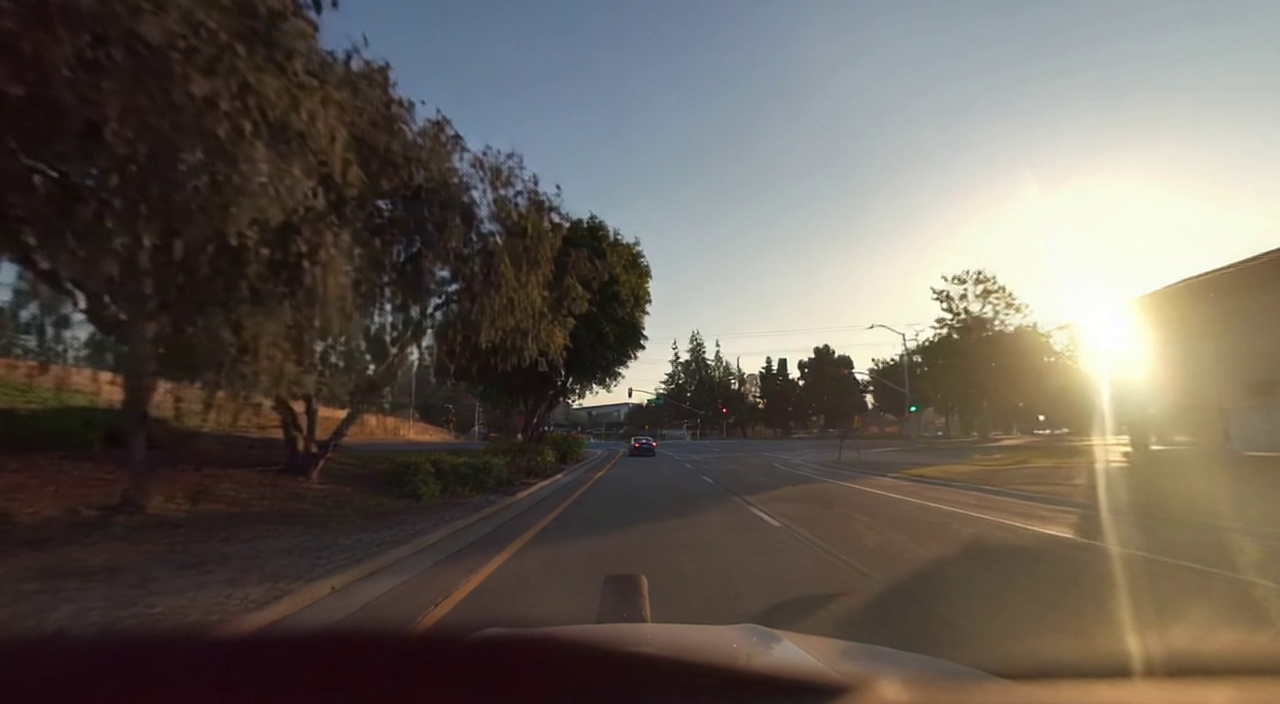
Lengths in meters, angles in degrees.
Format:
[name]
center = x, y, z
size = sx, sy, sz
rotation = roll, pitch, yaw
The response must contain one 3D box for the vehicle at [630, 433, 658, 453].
[vehicle]
center = 0.258, 6.915, 47.822
size = 2.056, 1.473, 4.380
rotation = 0, -8, -1
